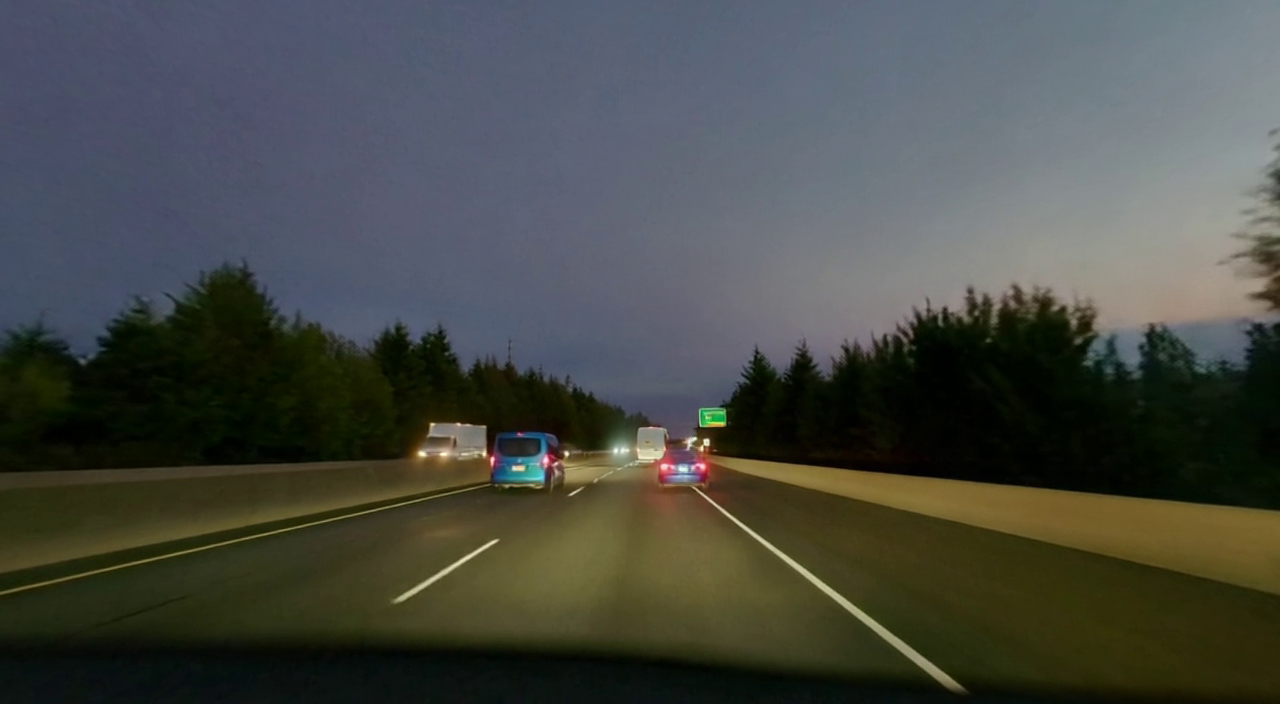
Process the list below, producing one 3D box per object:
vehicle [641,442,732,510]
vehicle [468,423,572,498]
[{"bbox_3d":[1.029,3.033,15.847,2.012,1.485,3.649,0,-9,0],"label":"vehicle"},{"bbox_3d":[-3.569,3.369,19.886,2.217,2.033,4.975,0,-9,1],"label":"vehicle"}]
